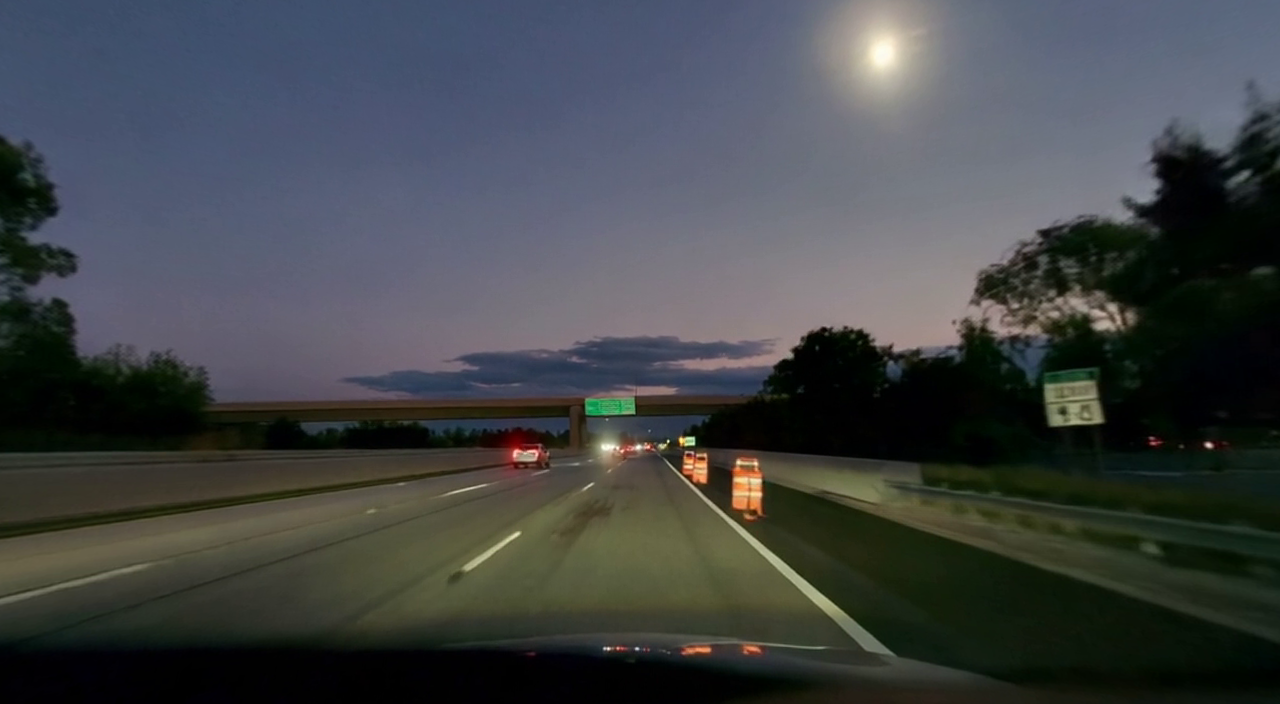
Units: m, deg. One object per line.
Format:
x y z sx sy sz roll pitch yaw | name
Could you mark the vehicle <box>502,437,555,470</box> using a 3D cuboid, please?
-6.467 5.956 37.032 2.103 1.775 4.966 0 -9 1 | vehicle
